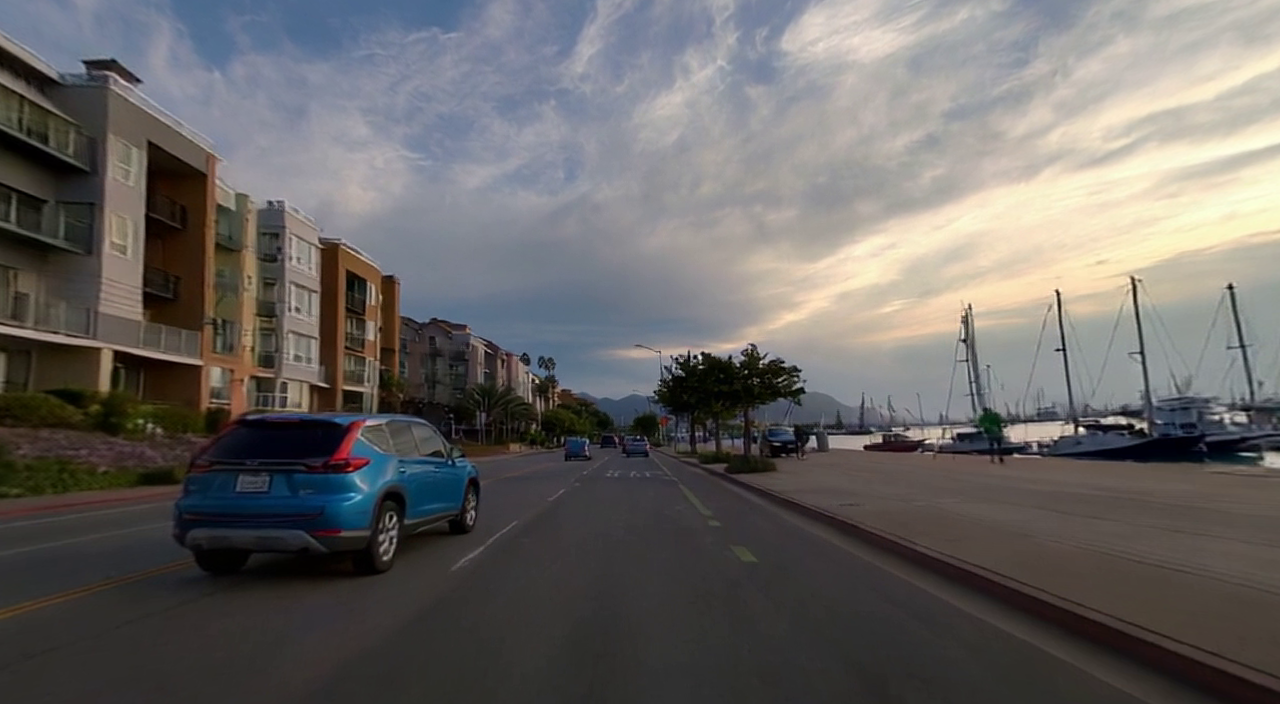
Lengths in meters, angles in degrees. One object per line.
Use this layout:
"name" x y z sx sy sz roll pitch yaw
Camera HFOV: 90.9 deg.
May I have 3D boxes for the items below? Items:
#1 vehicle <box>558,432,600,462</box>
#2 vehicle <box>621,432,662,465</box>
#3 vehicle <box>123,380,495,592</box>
"vehicle" -3.612 5.741 37.972 2.056 1.680 4.205 0 -8 1
"vehicle" 0.062 5.171 33.910 2.057 1.624 3.726 0 -8 0
"vehicle" -3.420 1.508 7.899 2.082 1.817 4.724 0 -8 0
